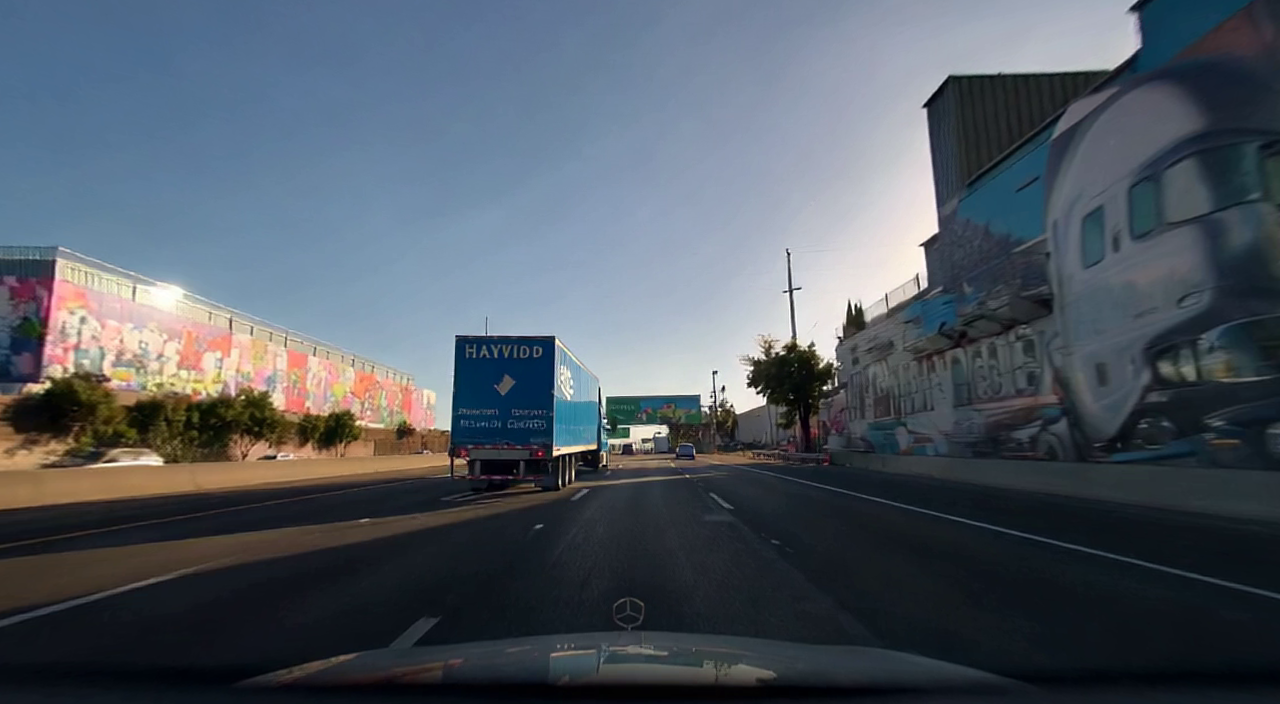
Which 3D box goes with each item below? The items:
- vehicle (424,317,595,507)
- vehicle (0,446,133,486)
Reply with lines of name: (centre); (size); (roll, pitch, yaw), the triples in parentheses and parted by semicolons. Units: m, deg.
vehicle: (-3.097, 1.850, 18.011); (2.977, 4.048, 8.890); (-1, -8, 0)
vehicle: (-25.948, 5.075, 28.494); (2.009, 1.601, 4.712); (0, -8, 1)
